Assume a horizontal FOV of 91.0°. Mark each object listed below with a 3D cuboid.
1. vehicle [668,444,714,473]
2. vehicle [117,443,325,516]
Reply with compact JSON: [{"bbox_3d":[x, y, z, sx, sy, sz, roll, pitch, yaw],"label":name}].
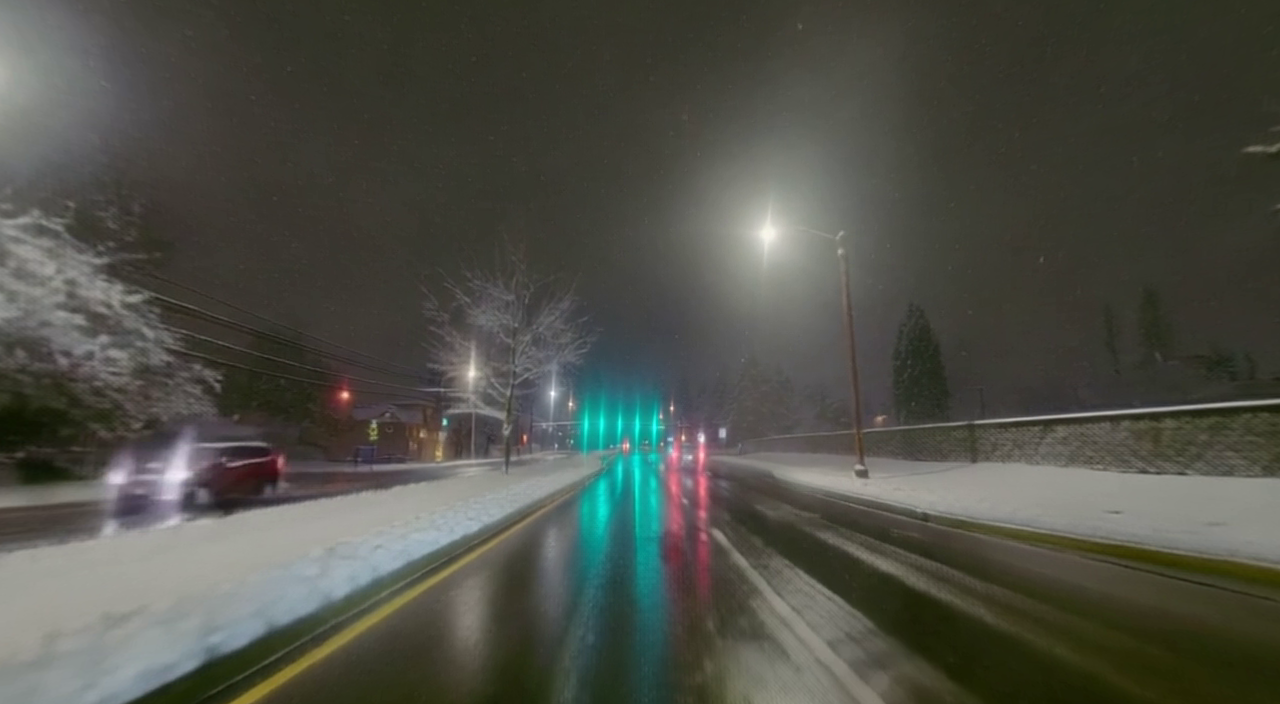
[{"bbox_3d":[2.777,5.877,34.934,2.105,1.490,4.008,0,-9,-2],"label":"vehicle"},{"bbox_3d":[-9.450,2.866,14.741,1.833,1.420,4.327,0,-9,1],"label":"vehicle"}]
